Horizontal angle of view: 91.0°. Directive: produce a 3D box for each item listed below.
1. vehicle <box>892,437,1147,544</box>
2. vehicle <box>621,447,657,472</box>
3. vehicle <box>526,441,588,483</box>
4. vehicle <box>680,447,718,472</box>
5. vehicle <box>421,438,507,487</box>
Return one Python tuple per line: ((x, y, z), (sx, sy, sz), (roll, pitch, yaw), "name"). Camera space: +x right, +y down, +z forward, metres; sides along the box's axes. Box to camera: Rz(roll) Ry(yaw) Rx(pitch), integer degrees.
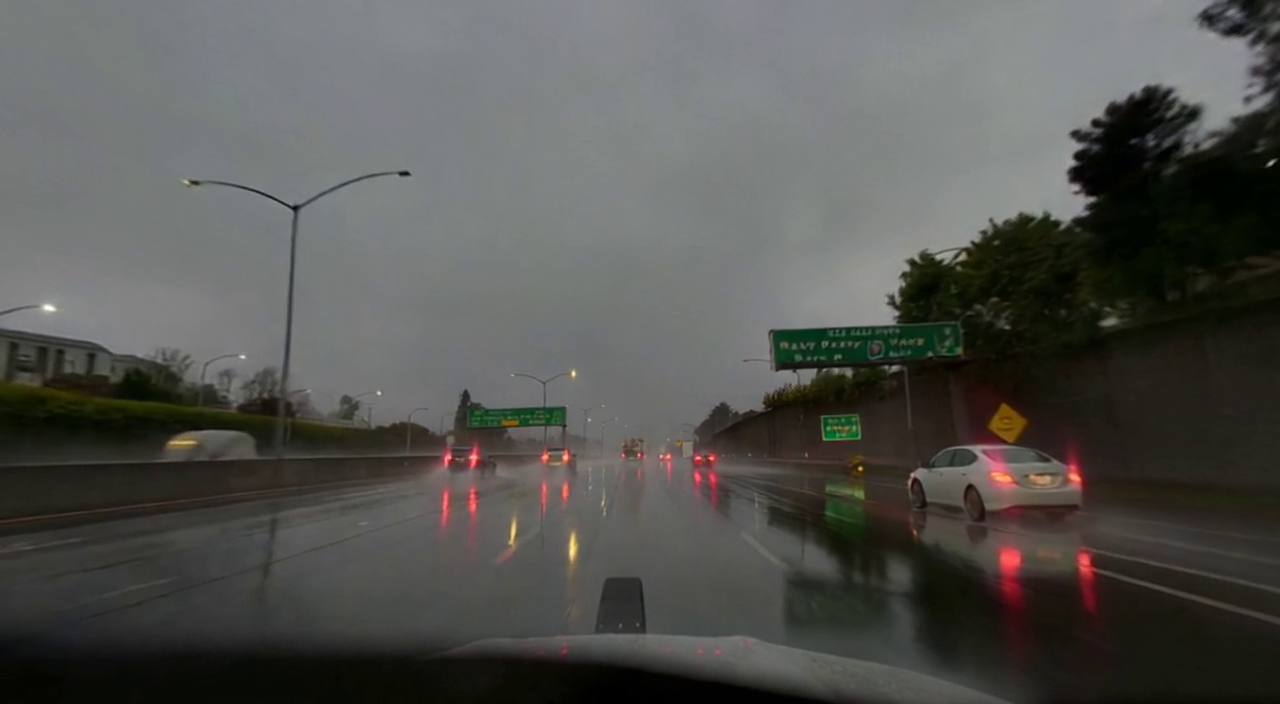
((6.651, 2.430, 11.816), (1.981, 1.587, 4.519), (0, -9, 1), "vehicle")
((-0.065, 6.927, 40.679), (2.166, 1.496, 4.158), (0, -9, 0), "vehicle")
((-3.580, 4.822, 27.871), (2.091, 1.664, 4.157), (0, -9, 1), "vehicle")
((3.879, 7.160, 42.118), (2.077, 1.527, 4.553), (0, -9, 0), "vehicle")
((-6.746, 4.281, 24.684), (2.112, 1.721, 4.381), (0, -9, 0), "vehicle")
